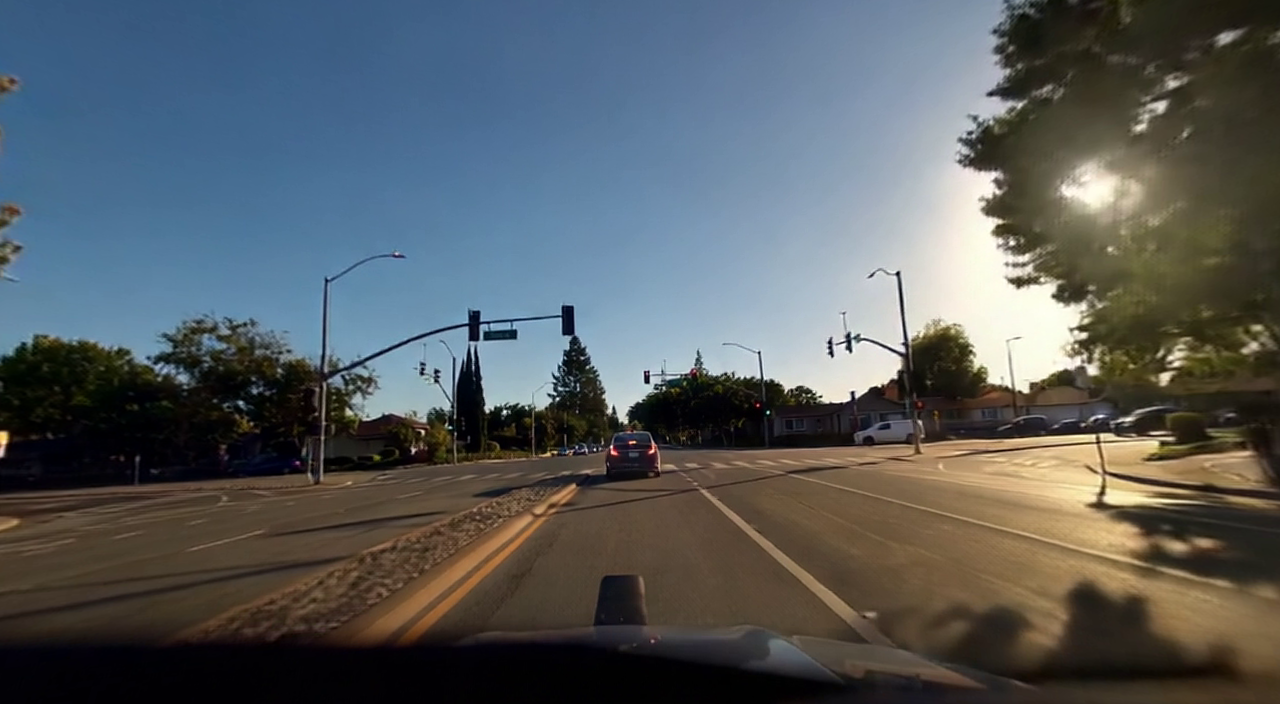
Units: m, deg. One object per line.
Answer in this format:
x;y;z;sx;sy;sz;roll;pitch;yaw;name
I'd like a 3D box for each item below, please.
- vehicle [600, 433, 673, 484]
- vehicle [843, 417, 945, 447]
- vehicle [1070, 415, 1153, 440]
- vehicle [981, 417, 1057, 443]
-0.023;3.691;22.296;2.074;1.570;3.647;1;-8;7;vehicle
17.932;5.672;44.839;6.025;2.000;2.876;1;-7;-2;vehicle
35.917;5.732;48.163;4.735;1.784;2.094;1;-7;-3;vehicle
28.649;5.945;47.827;4.557;1.899;1.996;1;-8;-5;vehicle
